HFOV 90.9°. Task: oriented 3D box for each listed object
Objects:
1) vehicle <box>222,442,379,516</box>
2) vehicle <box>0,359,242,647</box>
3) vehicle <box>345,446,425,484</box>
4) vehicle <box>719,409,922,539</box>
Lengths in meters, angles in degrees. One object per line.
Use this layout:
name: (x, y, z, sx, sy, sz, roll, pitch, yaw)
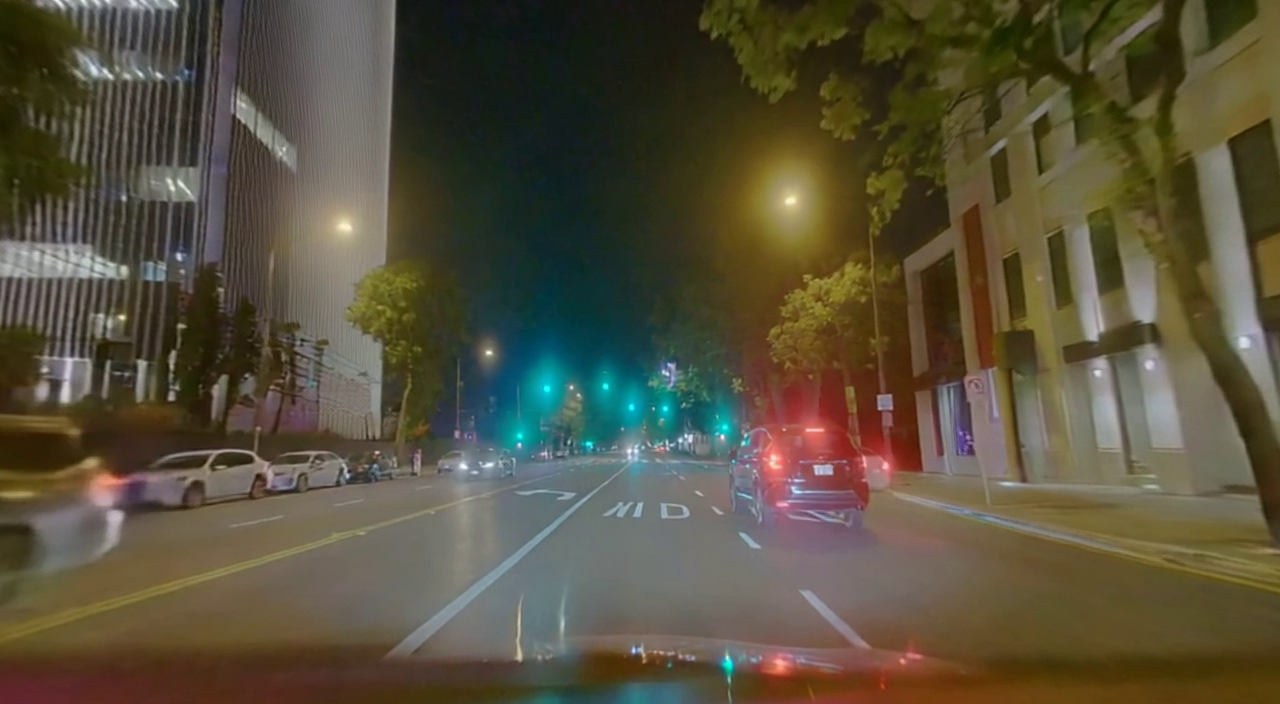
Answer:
vehicle: (-8.778, 3.246, 16.796, 1.750, 1.607, 4.241, 0, -7, 1)
vehicle: (-5.247, 0.988, 4.087, 2.030, 1.881, 4.994, 0, -9, 0)
vehicle: (-12.099, 5.374, 30.270, 1.937, 1.642, 4.591, 0, -9, -1)
vehicle: (2.933, 2.164, 11.795, 2.118, 1.848, 5.426, 0, -9, -1)
